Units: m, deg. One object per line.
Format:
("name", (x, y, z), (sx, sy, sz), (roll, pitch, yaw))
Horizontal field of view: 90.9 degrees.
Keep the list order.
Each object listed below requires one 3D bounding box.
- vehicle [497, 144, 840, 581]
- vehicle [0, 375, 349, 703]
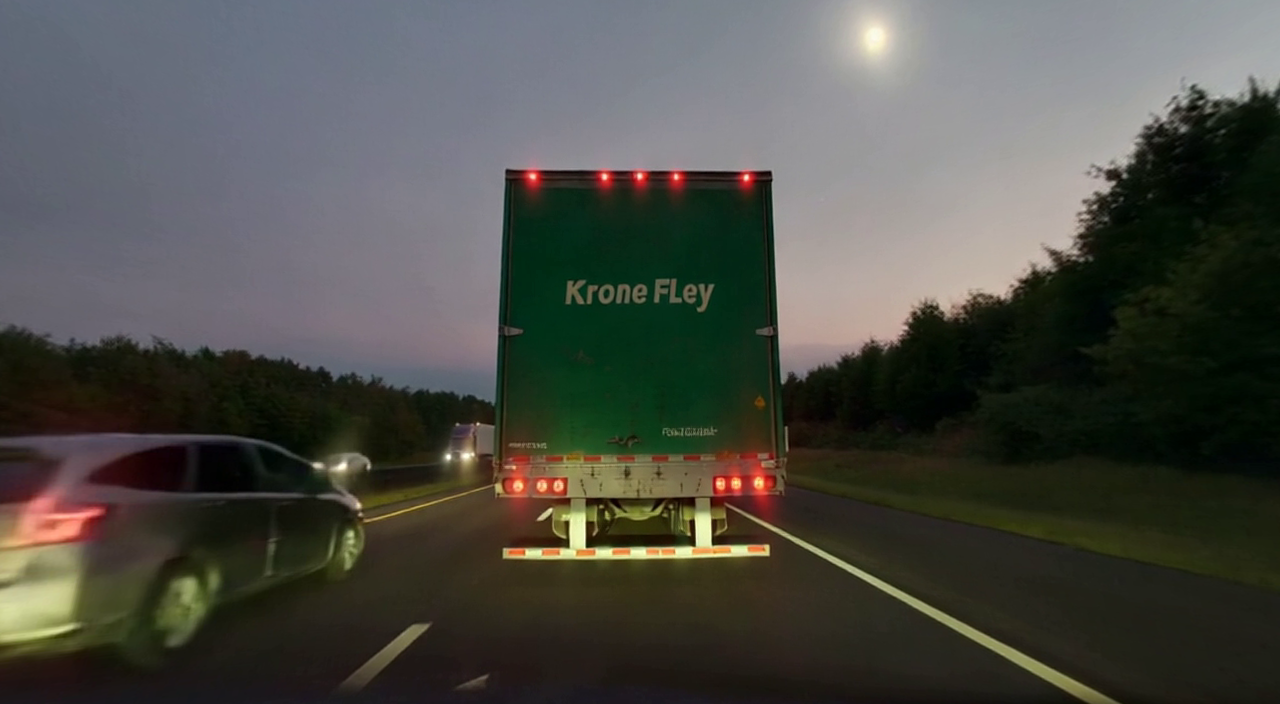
("vehicle", (0.125, 1.113, 13.387), (3.230, 4.377, 14.405), (0, -9, -1))
("vehicle", (-3.819, 1.084, 3.814), (2.095, 1.600, 4.247), (0, -9, -1))
